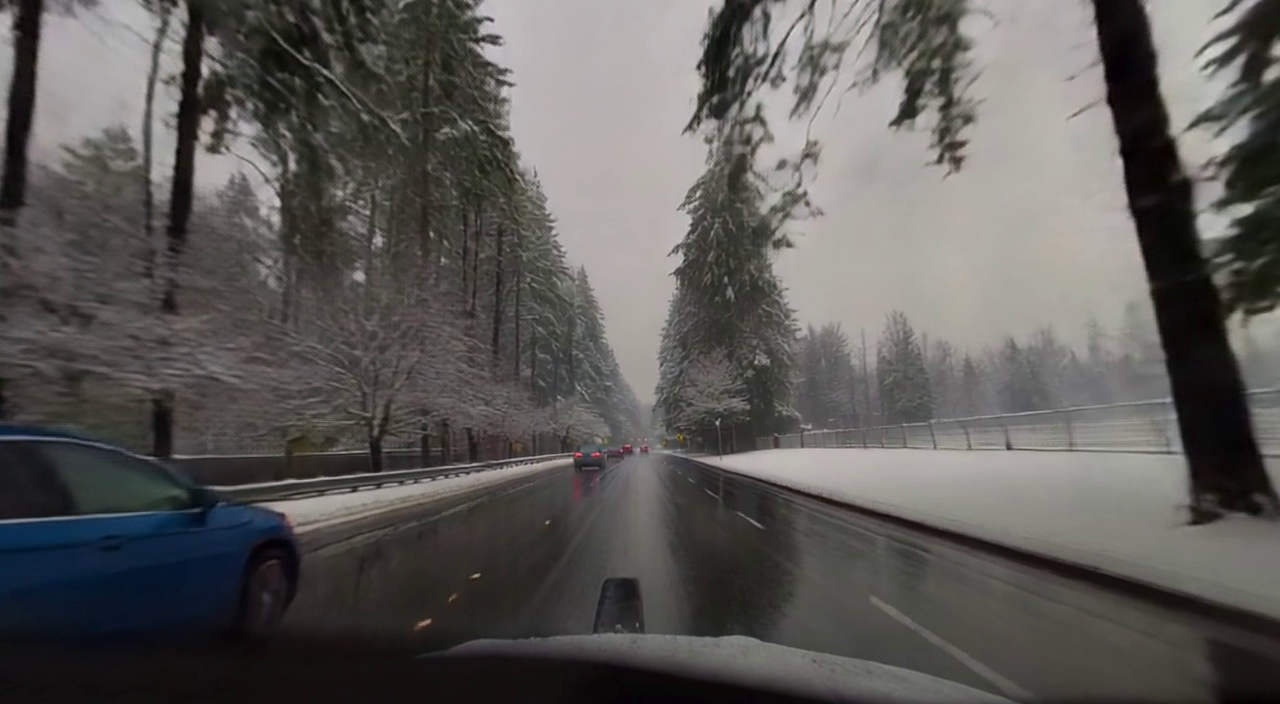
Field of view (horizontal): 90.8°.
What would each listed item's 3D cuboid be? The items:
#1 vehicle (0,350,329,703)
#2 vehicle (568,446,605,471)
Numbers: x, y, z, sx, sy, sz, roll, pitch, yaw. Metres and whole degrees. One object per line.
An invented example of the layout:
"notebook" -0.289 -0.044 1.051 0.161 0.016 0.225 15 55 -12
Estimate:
"vehicle" -3.416 0.867 2.665 1.919 1.650 4.546 0 -9 -1
"vehicle" -3.163 6.414 38.227 1.870 1.431 4.317 0 -9 0
